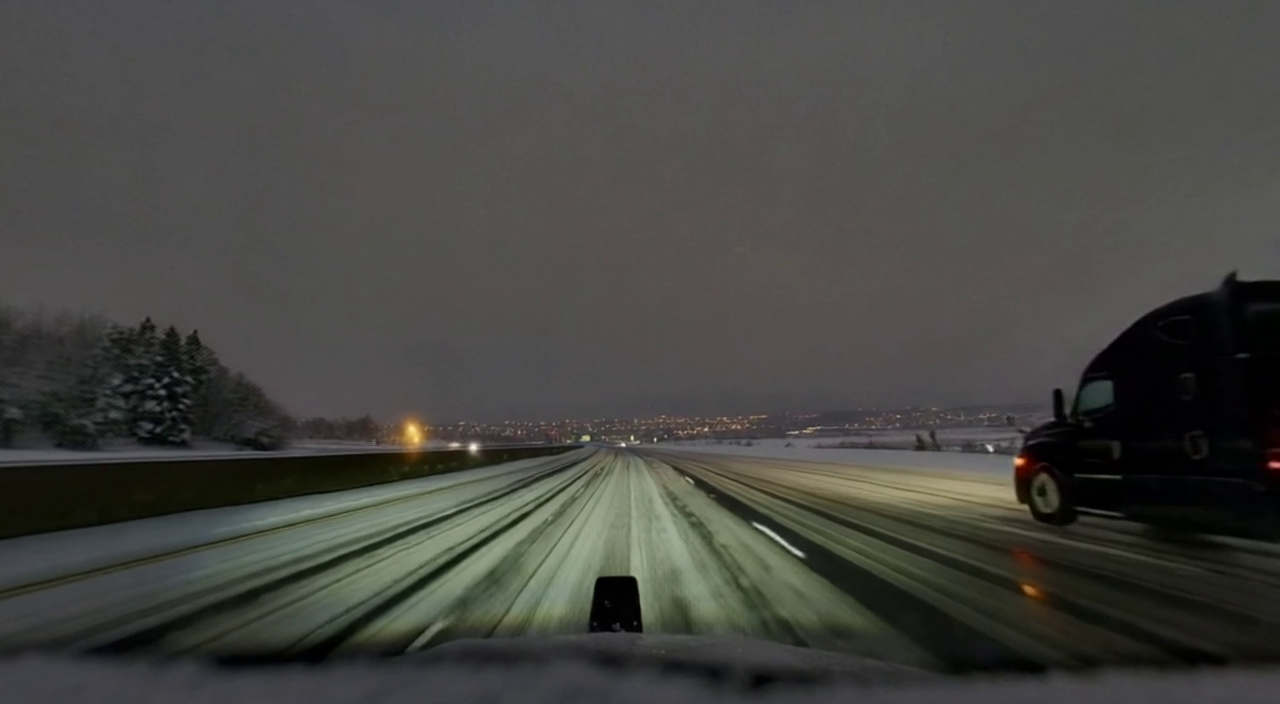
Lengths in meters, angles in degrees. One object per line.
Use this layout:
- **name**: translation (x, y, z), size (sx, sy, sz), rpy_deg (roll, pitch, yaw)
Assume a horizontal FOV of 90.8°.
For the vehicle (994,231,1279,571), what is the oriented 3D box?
- **vehicle**: translation (7.089, 0.721, 7.659), size (2.593, 3.050, 4.899), rpy_deg (0, -8, -1)
